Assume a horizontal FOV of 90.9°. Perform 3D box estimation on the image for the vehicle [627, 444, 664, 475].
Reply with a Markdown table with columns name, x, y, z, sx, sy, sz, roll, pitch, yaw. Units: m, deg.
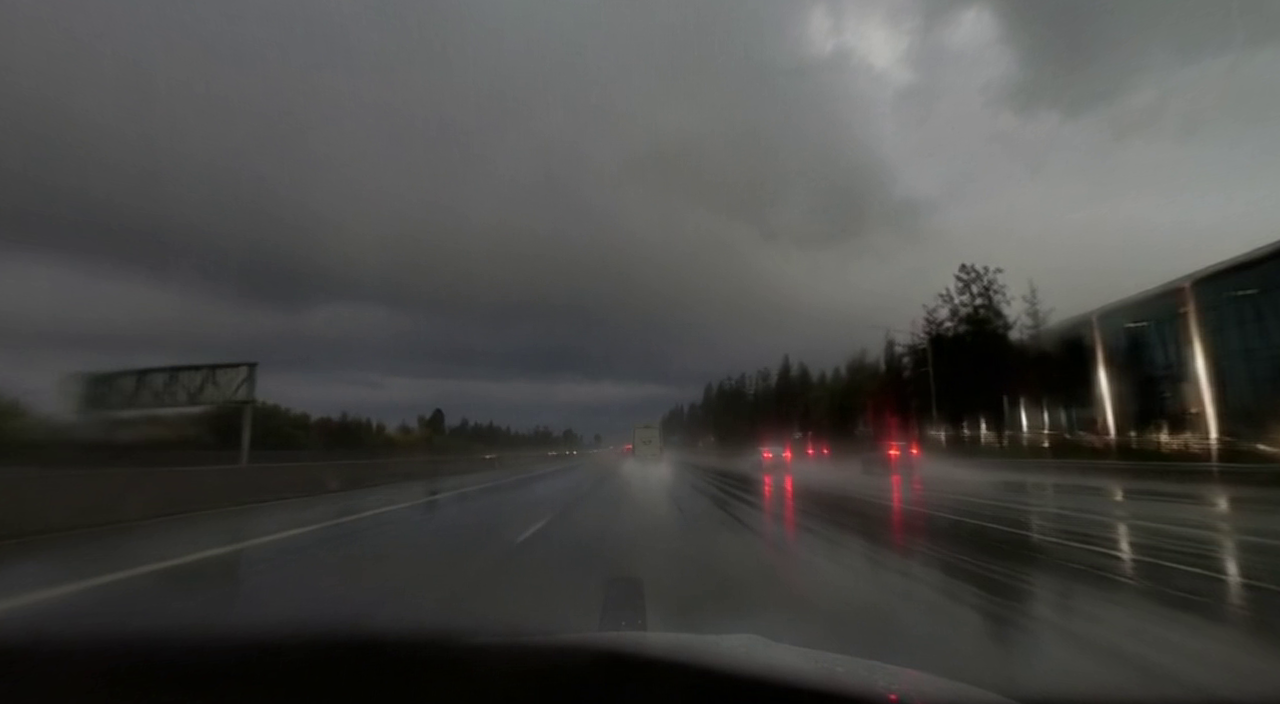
| name | x | y | z | sx | sy | sz | roll | pitch | yaw |
| --- | --- | --- | --- | --- | --- | --- | --- | --- | --- |
| vehicle | 0.301 | 6.171 | 36.206 | 2.015 | 1.639 | 4.086 | 0 | -9 | 0 |
